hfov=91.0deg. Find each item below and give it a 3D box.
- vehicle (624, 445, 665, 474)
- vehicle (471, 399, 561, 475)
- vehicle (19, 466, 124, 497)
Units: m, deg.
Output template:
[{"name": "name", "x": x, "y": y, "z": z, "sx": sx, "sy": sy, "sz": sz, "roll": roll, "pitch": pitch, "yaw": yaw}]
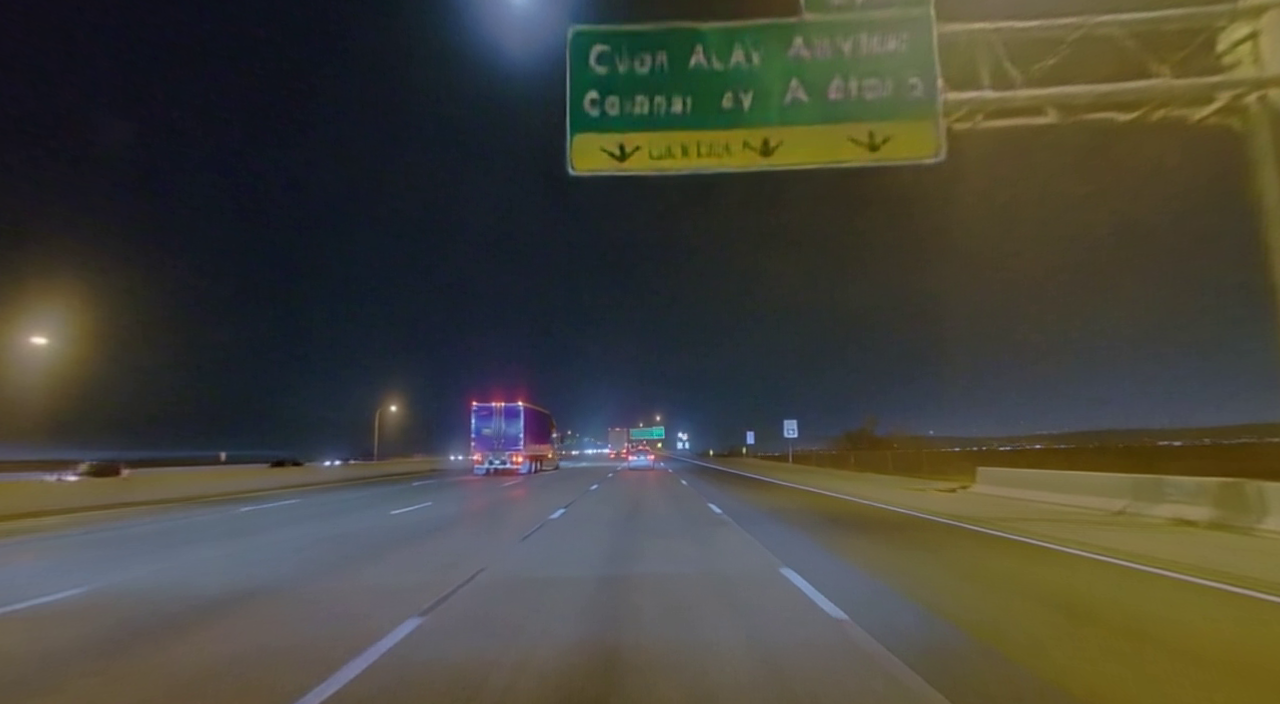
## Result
[{"name": "vehicle", "x": 0.193, "y": 5.791, "z": 34.132, "sx": 2.066, "sy": 1.469, "sz": 4.050, "roll": 0, "pitch": -9, "yaw": -1}, {"name": "vehicle", "x": -6.994, "y": 5.140, "z": 37.547, "sx": 3.067, "sy": 3.804, "sz": 11.136, "roll": 0, "pitch": -9, "yaw": 0}, {"name": "vehicle", "x": -31.398, "y": 7.133, "z": 34.989, "sx": 1.765, "sy": 1.472, "sz": 4.346, "roll": 0, "pitch": -9, "yaw": 0}]
